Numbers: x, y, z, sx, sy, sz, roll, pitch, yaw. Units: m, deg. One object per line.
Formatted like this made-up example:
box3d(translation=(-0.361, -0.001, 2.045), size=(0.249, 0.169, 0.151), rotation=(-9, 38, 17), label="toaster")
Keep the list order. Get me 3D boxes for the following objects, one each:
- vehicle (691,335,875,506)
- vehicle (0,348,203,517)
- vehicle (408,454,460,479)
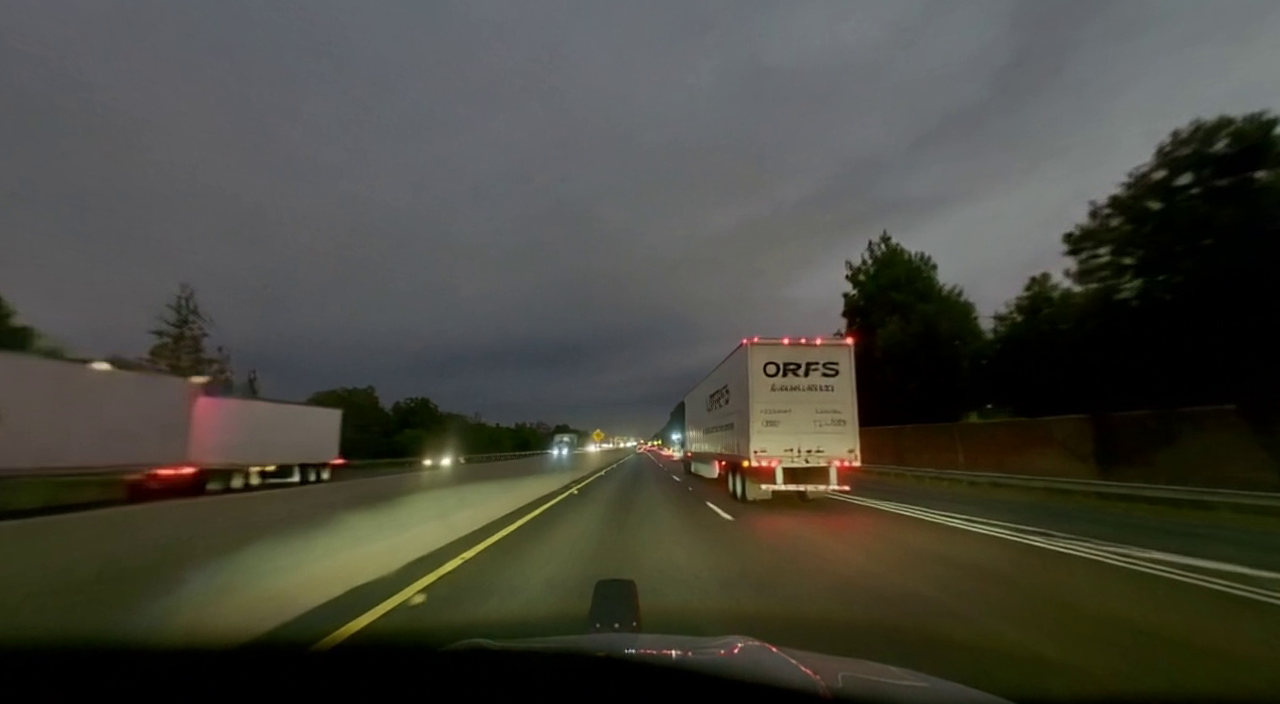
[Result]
box3d(translation=(3.914, 2.690, 21.907), size=(2.926, 4.060, 14.068), rotation=(0, -9, -1), label="vehicle")
box3d(translation=(-17.056, 1.958, 15.264), size=(2.807, 4.089, 13.887), rotation=(0, -9, 0), label="vehicle")
box3d(translation=(-12.695, 7.077, 39.023), size=(1.831, 1.460, 4.183), rotation=(0, -9, 0), label="vehicle")
